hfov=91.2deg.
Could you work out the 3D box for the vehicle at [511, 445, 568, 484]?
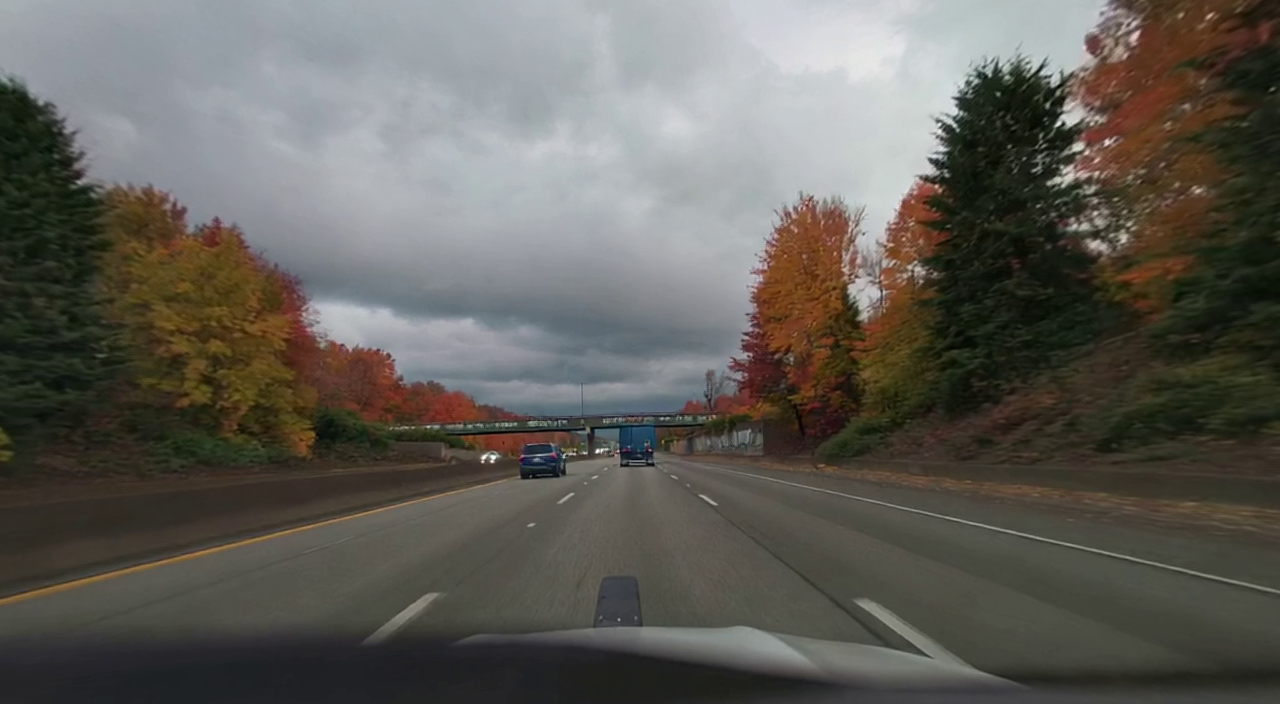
[{"bbox_3d":[-4.305,4.874,27.384,1.892,1.529,3.996,0,-9,-1],"label":"vehicle"}]
